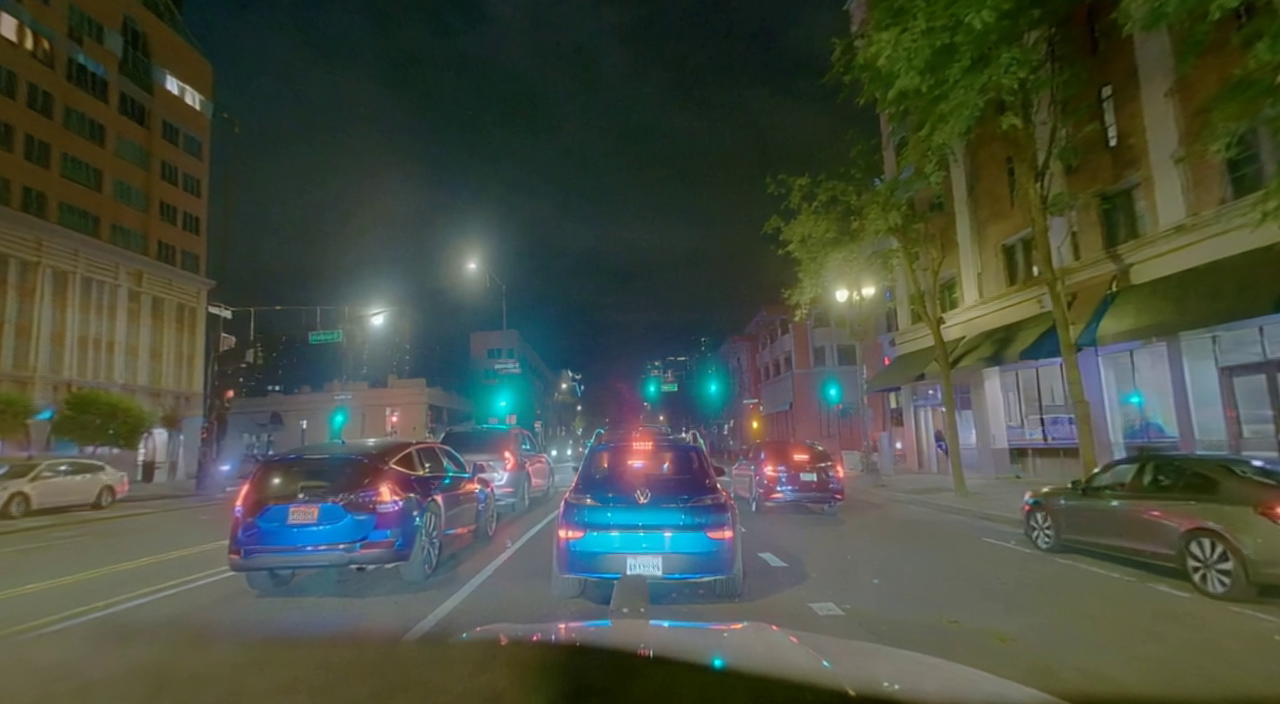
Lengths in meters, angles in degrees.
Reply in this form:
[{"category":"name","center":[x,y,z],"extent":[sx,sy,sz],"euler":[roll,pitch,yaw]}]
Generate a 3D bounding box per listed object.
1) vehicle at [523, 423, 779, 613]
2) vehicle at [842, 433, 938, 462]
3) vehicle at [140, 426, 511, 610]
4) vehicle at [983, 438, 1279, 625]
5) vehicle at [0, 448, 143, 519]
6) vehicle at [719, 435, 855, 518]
[{"category":"vehicle","center":[0.084,1.589,6.837],"extent":[2.022,1.481,3.564],"euler":[0,-9,0]},{"category":"vehicle","center":[16.363,6.266,41.524],"extent":[5.345,1.811,2.175],"euler":[0,-9,-1]},{"category":"vehicle","center":[-3.010,1.680,7.288],"extent":[2.131,1.486,4.089],"euler":[0,-9,1]},{"category":"vehicle","center":[5.966,1.697,6.886],"extent":[1.873,1.453,4.579],"euler":[0,-9,0]},{"category":"vehicle","center":[-16.235,3.446,17.018],"extent":[1.914,1.690,4.461],"euler":[0,-9,1]},{"category":"vehicle","center":[2.991,2.617,13.775],"extent":[2.018,1.529,3.880],"euler":[0,-9,0]}]
